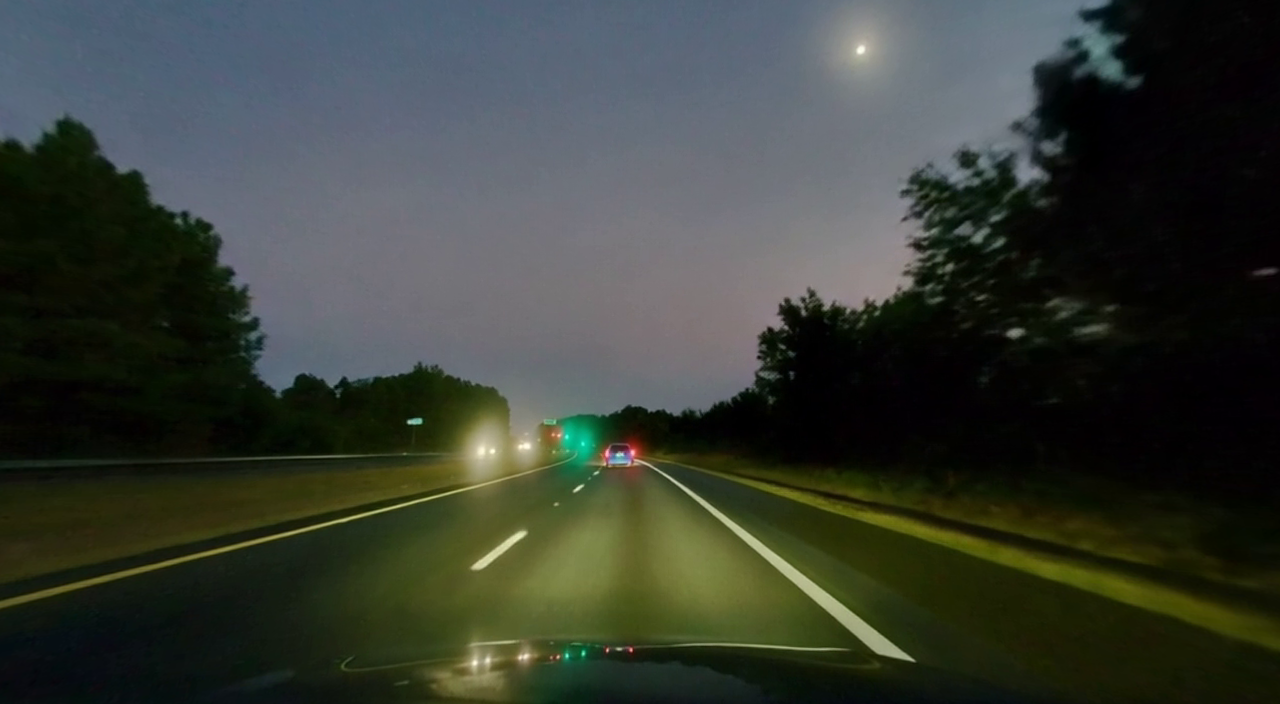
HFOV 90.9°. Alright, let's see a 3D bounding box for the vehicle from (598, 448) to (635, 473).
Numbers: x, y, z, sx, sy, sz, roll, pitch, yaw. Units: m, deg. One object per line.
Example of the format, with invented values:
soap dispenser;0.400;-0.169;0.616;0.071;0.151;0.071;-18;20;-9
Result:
vehicle;-1.380;6.543;38.309;2.126;1.411;4.433;0;-9;0
